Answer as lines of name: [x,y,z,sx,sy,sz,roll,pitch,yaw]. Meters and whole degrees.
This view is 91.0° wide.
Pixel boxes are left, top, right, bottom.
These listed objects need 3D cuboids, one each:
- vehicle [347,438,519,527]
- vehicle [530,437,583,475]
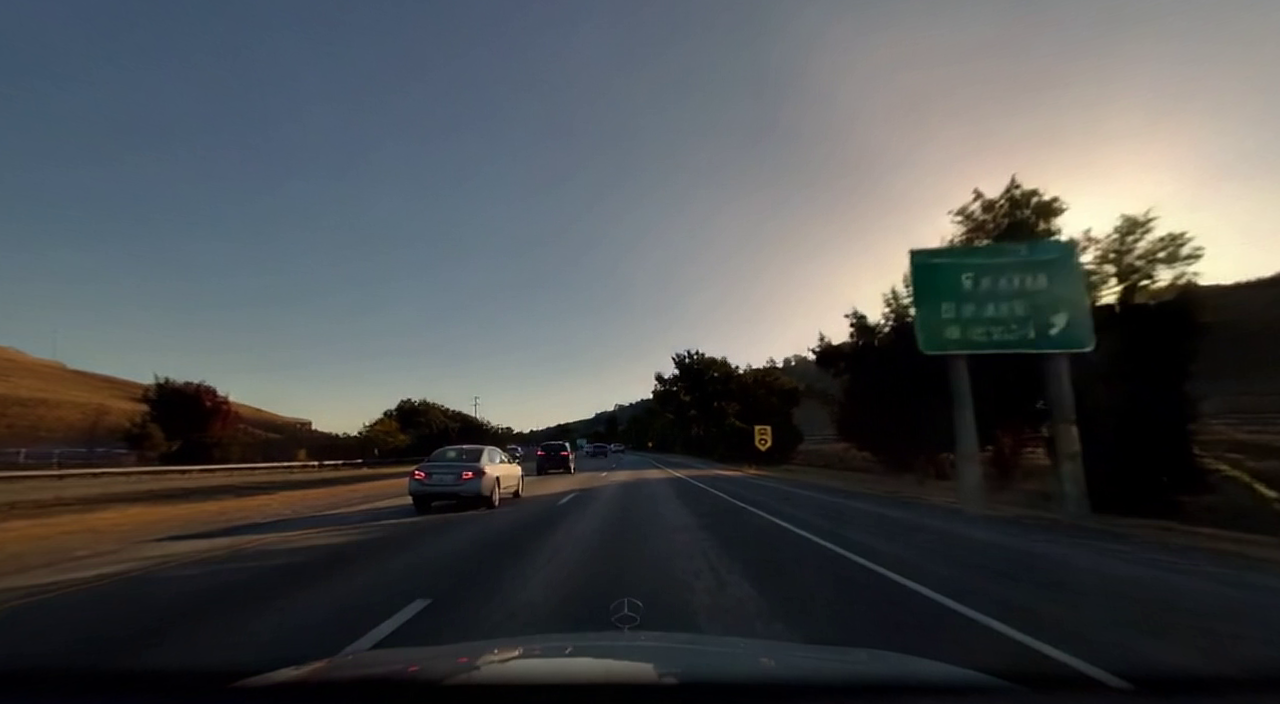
vehicle: [-4.065,2.635,13.336,2.044,1.527,4.607,0,-9,0]
vehicle: [-4.382,5.531,33.711,2.177,1.852,4.427,0,-9,1]
